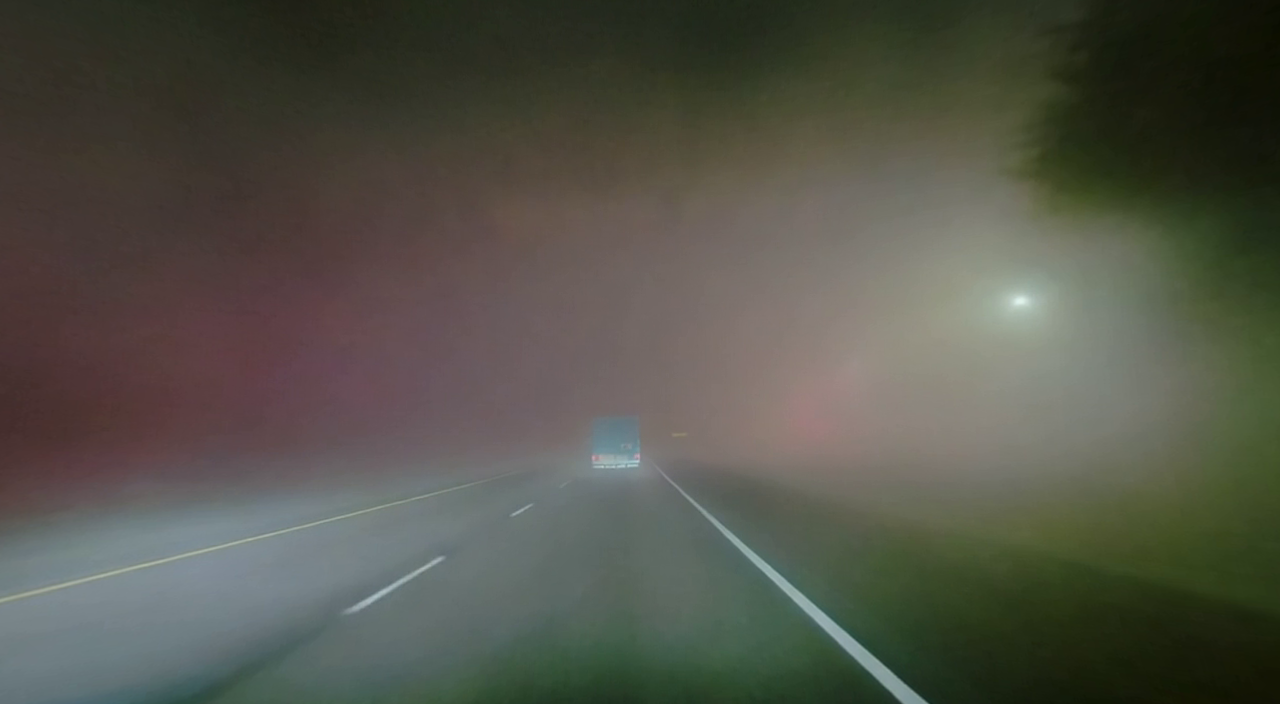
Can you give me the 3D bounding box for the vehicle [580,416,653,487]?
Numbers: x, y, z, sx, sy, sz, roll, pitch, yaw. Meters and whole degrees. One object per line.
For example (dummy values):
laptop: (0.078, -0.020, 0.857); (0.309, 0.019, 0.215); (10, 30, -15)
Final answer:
vehicle: (-0.764, 3.437, 21.933); (2.248, 2.154, 4.892); (0, -8, -1)
